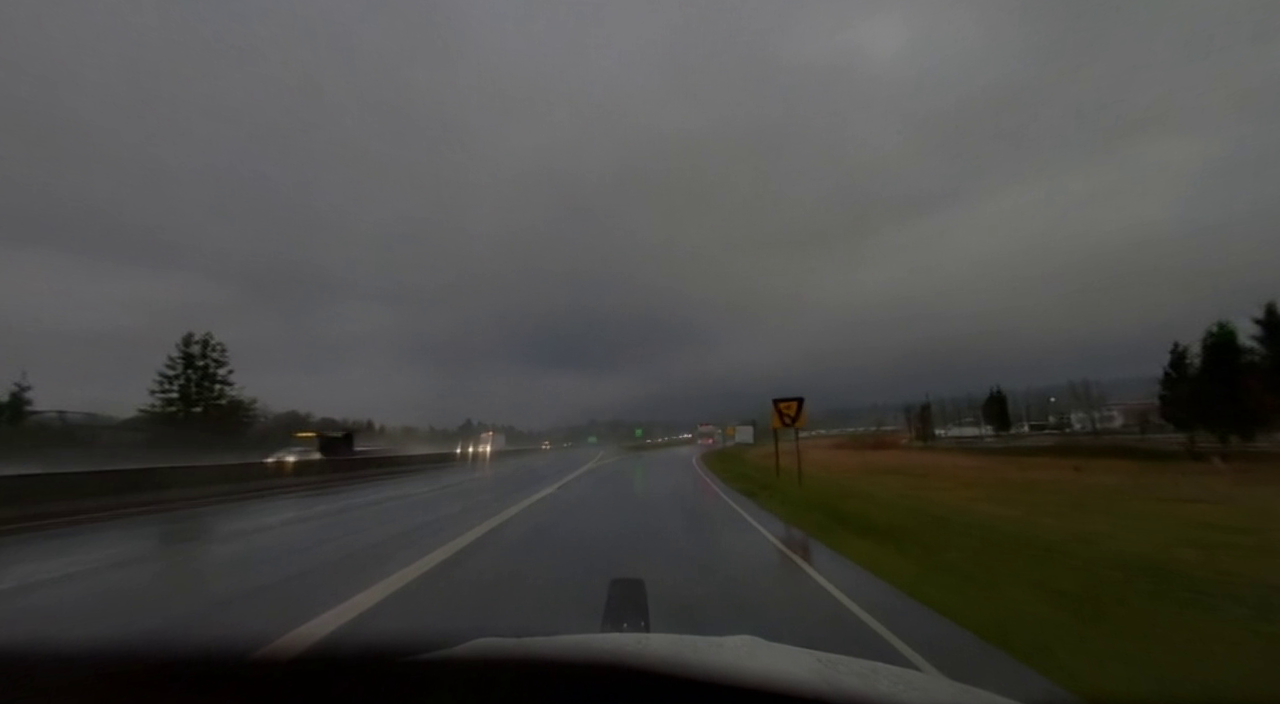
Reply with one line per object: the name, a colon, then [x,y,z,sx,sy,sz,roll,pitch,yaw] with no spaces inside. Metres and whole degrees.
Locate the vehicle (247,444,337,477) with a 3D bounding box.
vehicle: [-16.933,5.266,30.837,1.849,1.500,4.466,0,-8,0]
